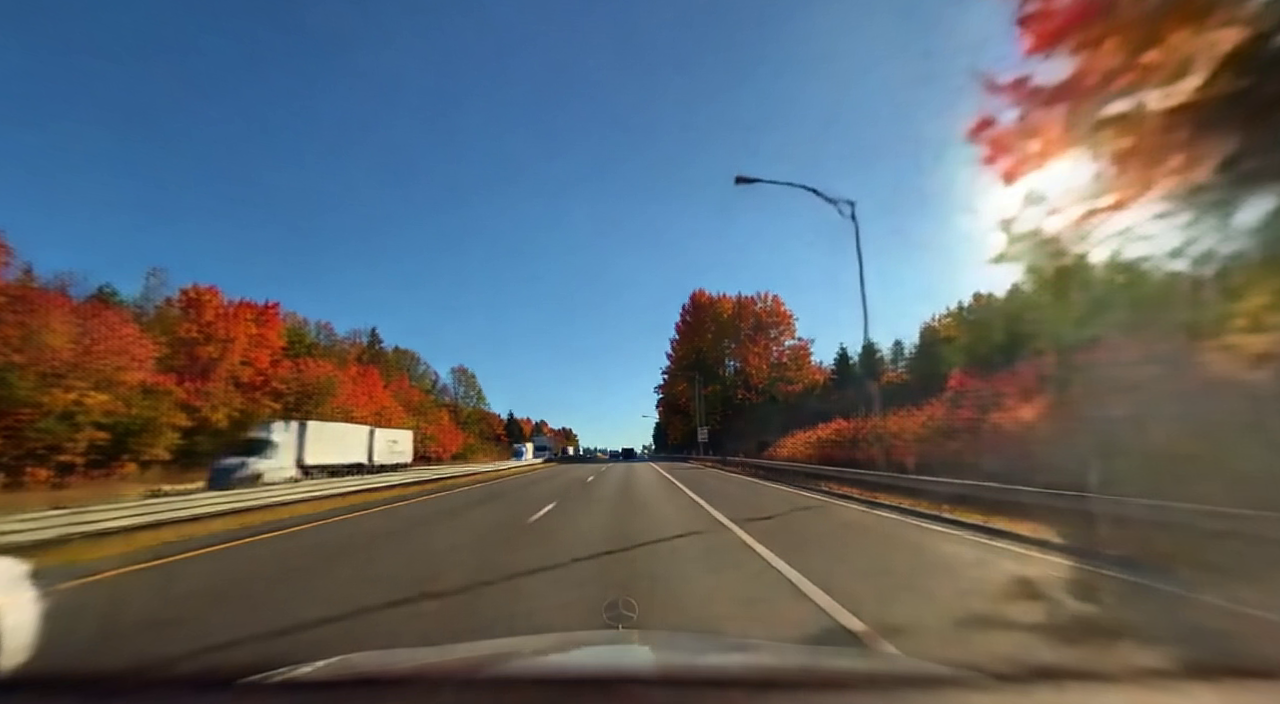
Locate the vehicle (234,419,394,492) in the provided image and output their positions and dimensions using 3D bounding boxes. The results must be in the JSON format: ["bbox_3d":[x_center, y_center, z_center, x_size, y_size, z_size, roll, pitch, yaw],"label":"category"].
[{"bbox_3d":[-18.431,6.021,36.935,2.990,3.526,11.989,0,-9,0],"label":"vehicle"}]
